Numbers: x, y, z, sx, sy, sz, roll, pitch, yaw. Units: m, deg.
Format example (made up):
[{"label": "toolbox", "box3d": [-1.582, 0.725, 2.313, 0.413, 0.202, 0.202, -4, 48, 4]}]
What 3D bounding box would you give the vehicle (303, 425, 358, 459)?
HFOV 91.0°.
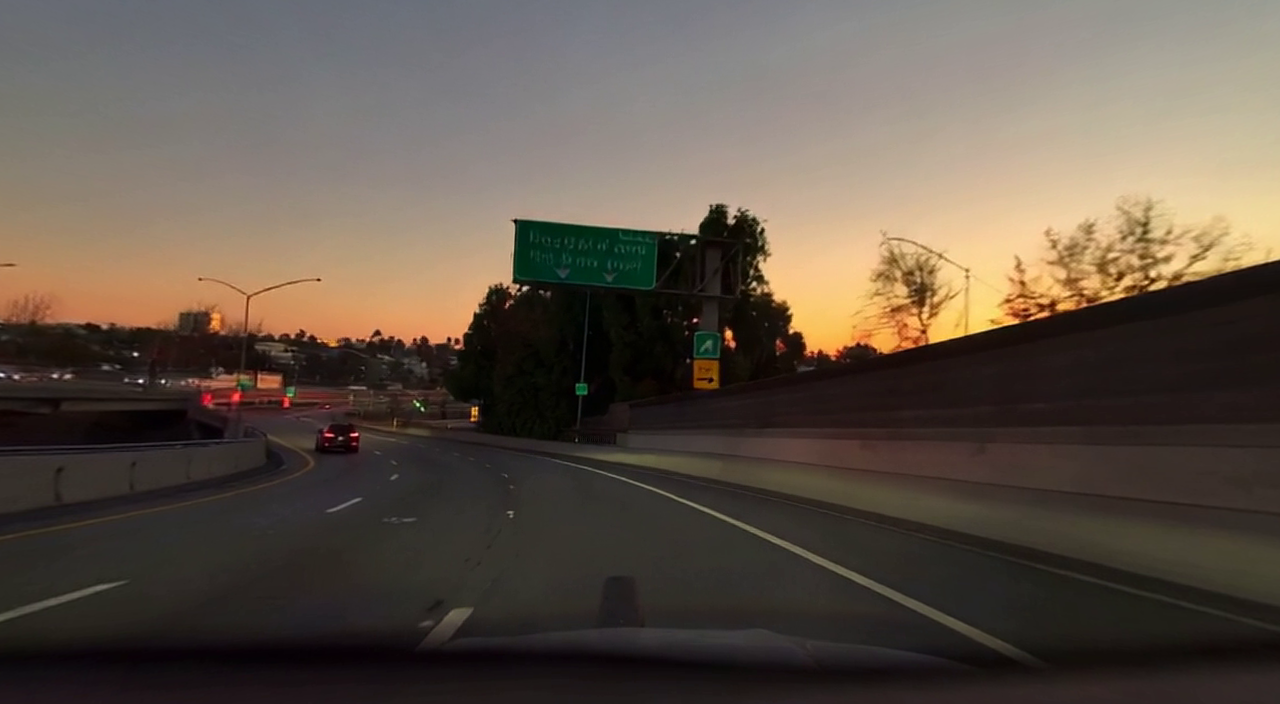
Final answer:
[{"label": "vehicle", "box3d": [-15.714, 4.557, 31.814, 2.234, 1.588, 4.484, 5, -10, -27]}]
